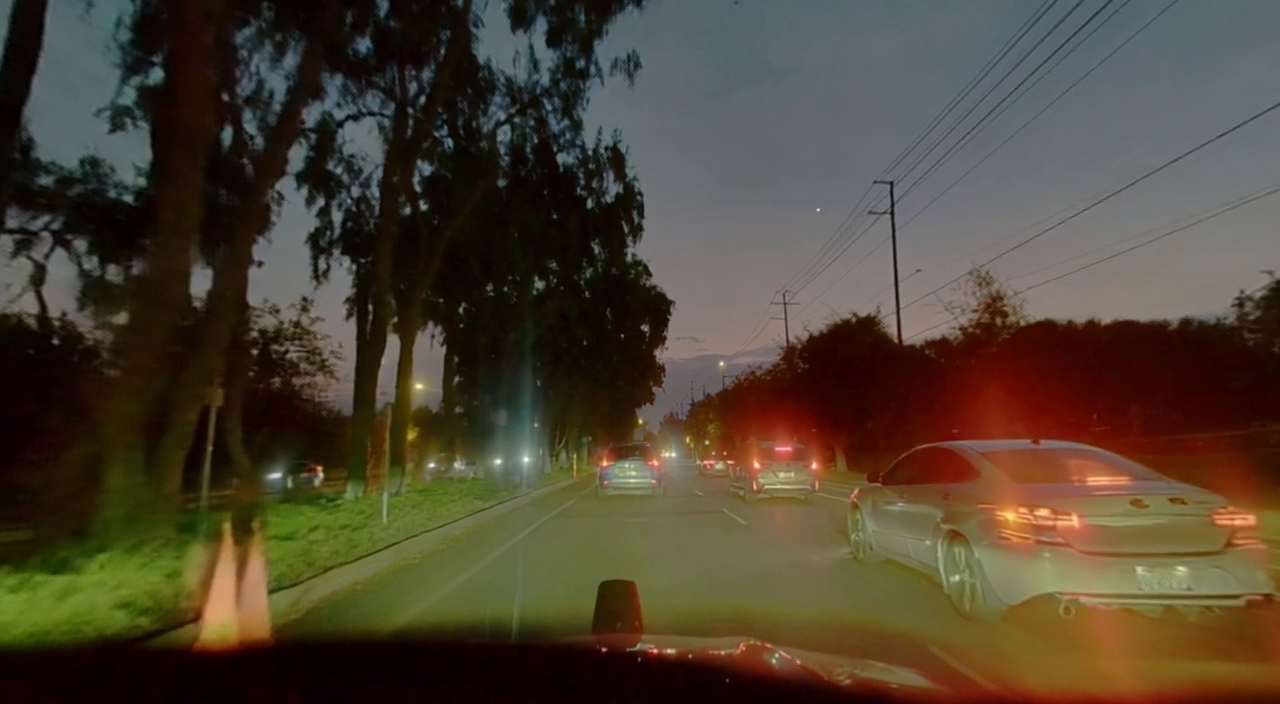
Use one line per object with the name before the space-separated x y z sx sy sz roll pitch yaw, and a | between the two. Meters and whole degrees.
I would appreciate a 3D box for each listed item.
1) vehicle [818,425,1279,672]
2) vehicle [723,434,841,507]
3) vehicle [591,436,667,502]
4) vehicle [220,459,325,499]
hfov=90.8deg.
vehicle | 3.425 1.514 6.166 1.977 1.460 4.565 0 -8 -1
vehicle | 3.783 3.240 17.851 2.116 1.726 4.672 0 -8 -2
vehicle | -0.313 3.434 19.022 2.050 1.745 3.915 -1 -8 0
vehicle | -16.226 5.606 28.244 1.973 1.457 4.564 -1 -8 0
